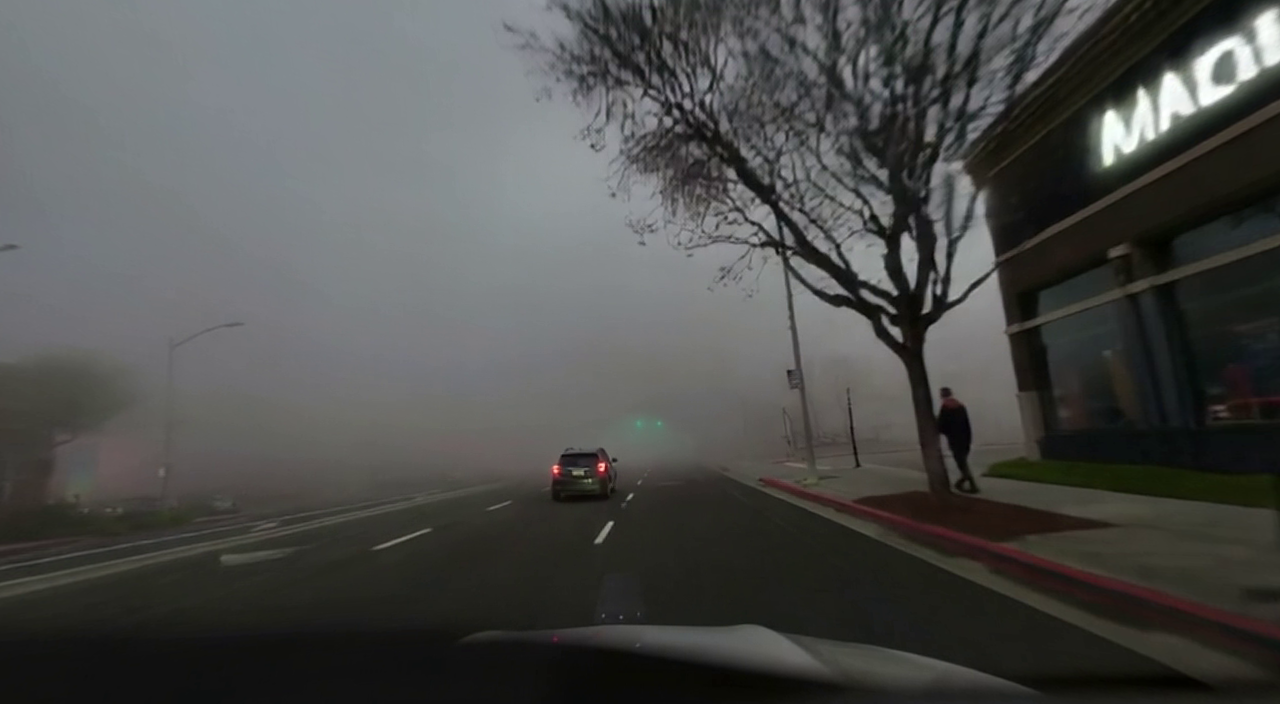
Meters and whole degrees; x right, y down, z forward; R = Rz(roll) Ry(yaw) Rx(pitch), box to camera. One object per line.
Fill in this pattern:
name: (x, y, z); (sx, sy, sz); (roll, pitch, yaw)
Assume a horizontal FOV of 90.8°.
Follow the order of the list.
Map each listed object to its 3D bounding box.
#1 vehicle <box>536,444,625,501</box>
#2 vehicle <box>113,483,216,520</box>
vehicle: (-1.579, 3.412, 18.366); (1.977, 1.451, 4.032); (-1, -8, 3)
vehicle: (-28.068, 8.791, 37.471); (1.984, 1.726, 4.592); (-2, -8, 12)
